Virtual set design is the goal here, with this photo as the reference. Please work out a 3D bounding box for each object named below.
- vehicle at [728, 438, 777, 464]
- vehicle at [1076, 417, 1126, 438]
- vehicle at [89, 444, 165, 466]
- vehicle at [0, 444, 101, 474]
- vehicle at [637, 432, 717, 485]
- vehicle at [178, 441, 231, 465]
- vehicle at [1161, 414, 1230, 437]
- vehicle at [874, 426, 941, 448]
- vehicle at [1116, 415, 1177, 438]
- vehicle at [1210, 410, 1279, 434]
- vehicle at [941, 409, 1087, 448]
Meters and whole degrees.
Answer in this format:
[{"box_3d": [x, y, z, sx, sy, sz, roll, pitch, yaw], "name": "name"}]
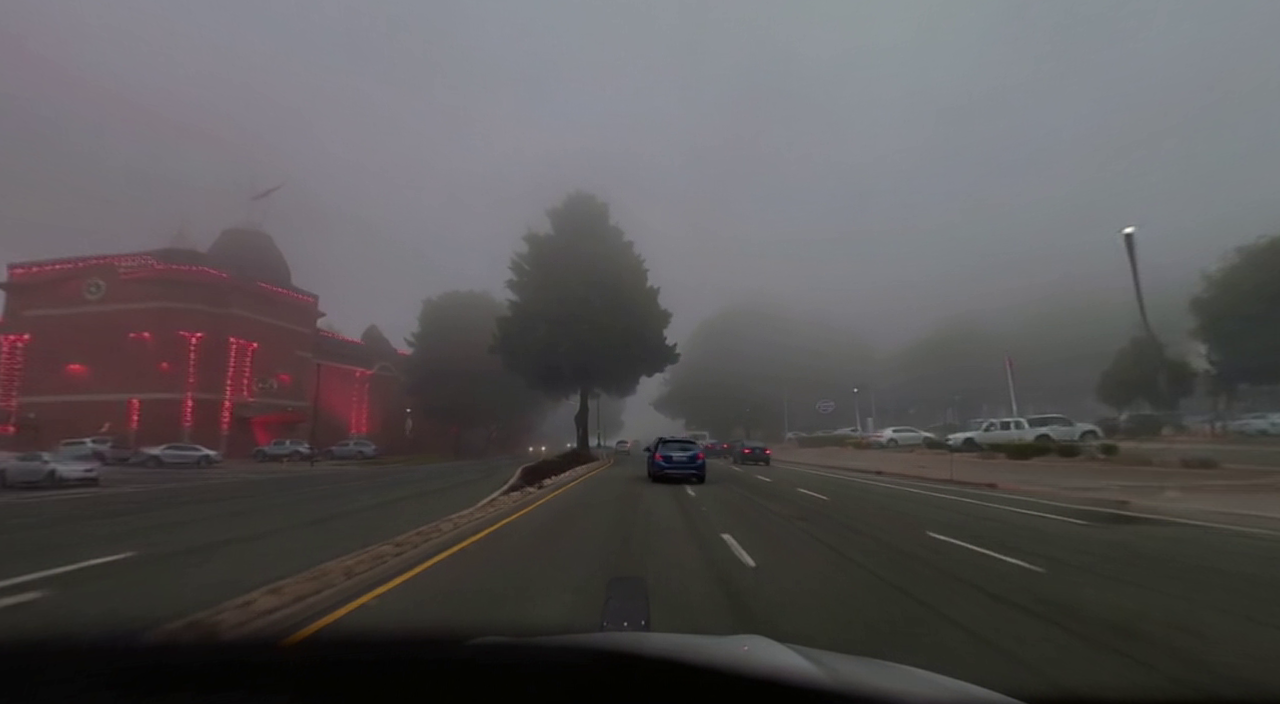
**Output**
[{"box_3d": [6.761, 5.979, 38.324, 2.016, 1.479, 4.532, 0, -8, -1], "name": "vehicle"}, {"box_3d": [33.164, 5.475, 45.420, 1.798, 1.409, 3.938, -3, -9, 20], "name": "vehicle"}, {"box_3d": [-37.240, 7.478, 45.865, 1.734, 1.425, 4.447, 0, -7, 1], "name": "vehicle"}, {"box_3d": [-33.623, 6.025, 35.653, 4.214, 1.609, 2.092, 0, -8, -2], "name": "vehicle"}, {"box_3d": [1.019, 3.356, 20.152, 2.091, 1.472, 4.697, 0, -8, -2], "name": "vehicle"}, {"box_3d": [-32.300, 7.426, 46.686, 5.148, 1.674, 2.163, -8, -11, 44], "name": "vehicle"}, {"box_3d": [38.197, 5.094, 43.441, 1.864, 1.432, 4.186, -3, -9, 16], "name": "vehicle"}, {"box_3d": [19.798, 6.307, 46.801, 4.059, 1.563, 1.995, 1, -8, -2], "name": "vehicle"}, {"box_3d": [35.582, 5.288, 44.395, 1.847, 1.424, 4.455, -3, -9, 19], "name": "vehicle"}, {"box_3d": [40.859, 4.732, 42.417, 1.920, 1.478, 4.241, -2, -9, 16], "name": "vehicle"}, {"box_3d": [19.517, 4.051, 33.123, 6.173, 1.962, 2.208, 0, -9, 0], "name": "vehicle"}]
